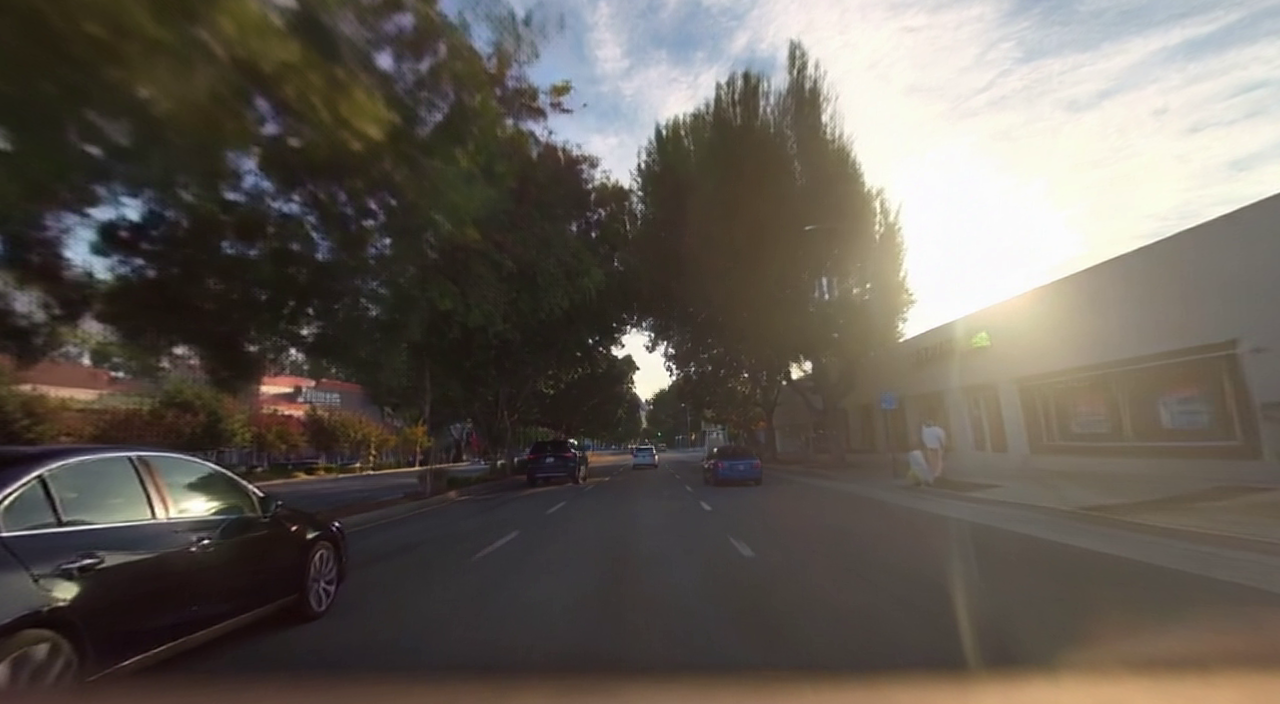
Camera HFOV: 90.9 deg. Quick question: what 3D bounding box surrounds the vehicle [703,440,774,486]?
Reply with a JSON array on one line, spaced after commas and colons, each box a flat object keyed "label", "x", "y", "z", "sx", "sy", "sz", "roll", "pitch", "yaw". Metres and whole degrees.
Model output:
[{"label": "vehicle", "x": 3.487, "y": 4.025, "z": 23.179, "sx": 1.904, "sy": 1.490, "sz": 4.299, "roll": 0, "pitch": -8, "yaw": 0}]

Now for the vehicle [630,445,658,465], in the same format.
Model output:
[{"label": "vehicle", "x": 0.299, "y": 7.714, "z": 47.487, "sx": 2.069, "sy": 1.445, "sz": 3.965, "roll": 0, "pitch": -8, "yaw": 0}]

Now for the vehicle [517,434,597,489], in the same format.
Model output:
[{"label": "vehicle", "x": -2.878, "y": 3.925, "z": 22.963, "sx": 2.193, "sy": 1.788, "sz": 4.603, "roll": 0, "pitch": -8, "yaw": 1}]

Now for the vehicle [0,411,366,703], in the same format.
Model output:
[{"label": "vehicle", "x": -3.266, "y": 1.020, "z": 2.708, "sx": 1.956, "sy": 1.460, "sz": 4.802, "roll": 0, "pitch": -8, "yaw": 1}]
